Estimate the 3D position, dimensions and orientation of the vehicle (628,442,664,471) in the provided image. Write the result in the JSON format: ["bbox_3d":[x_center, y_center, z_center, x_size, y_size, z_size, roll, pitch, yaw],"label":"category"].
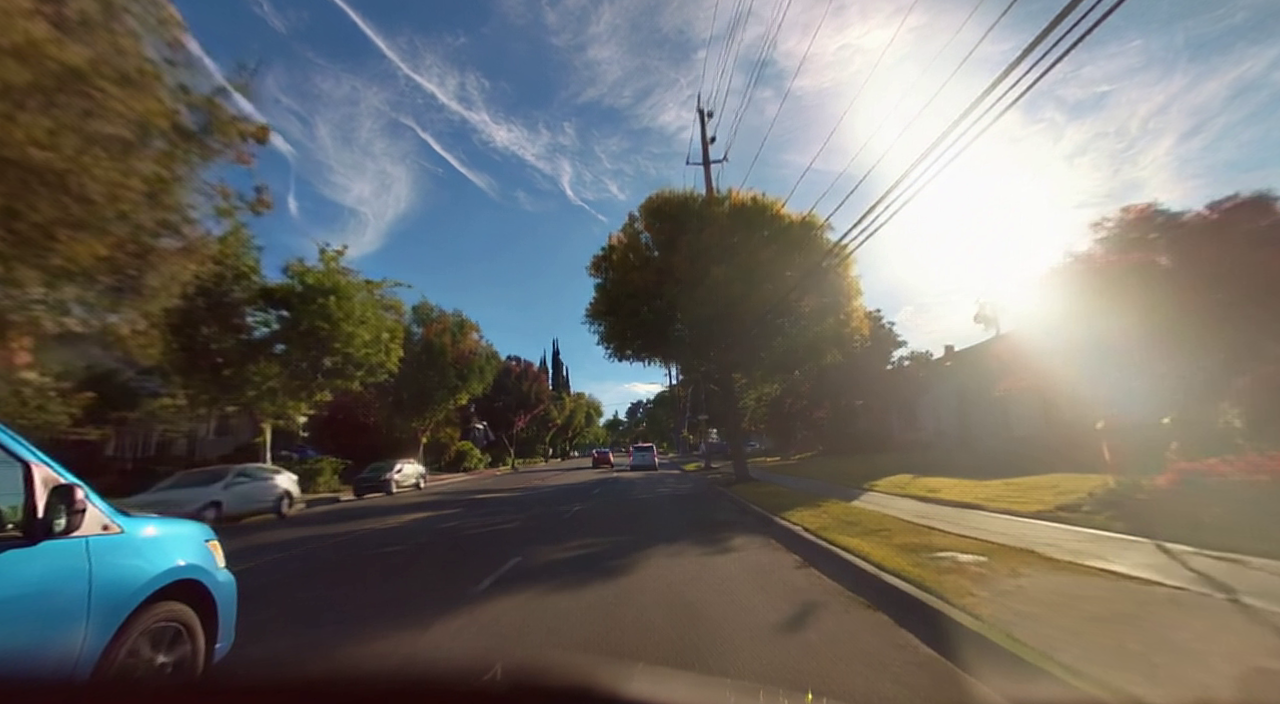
[{"bbox_3d":[0.393,6.544,39.603,2.120,1.718,3.909,0,-9,1],"label":"vehicle"}]

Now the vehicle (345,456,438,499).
[{"bbox_3d":[-9.991,5.065,25.761,2.005,1.471,4.330,-3,-9,1],"label":"vehicle"}]

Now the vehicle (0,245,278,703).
[{"bbox_3d":[-3.541,0.499,1.024,2.336,2.152,5.866,0,-9,1],"label":"vehicle"}]
